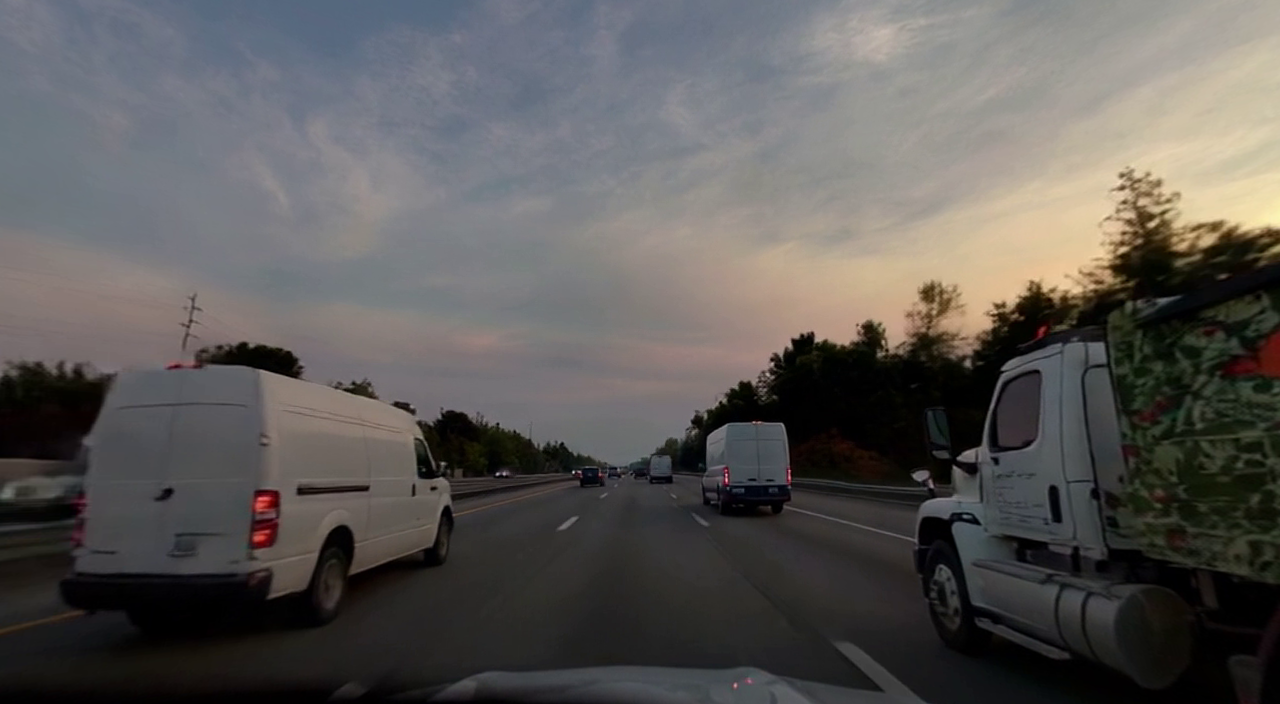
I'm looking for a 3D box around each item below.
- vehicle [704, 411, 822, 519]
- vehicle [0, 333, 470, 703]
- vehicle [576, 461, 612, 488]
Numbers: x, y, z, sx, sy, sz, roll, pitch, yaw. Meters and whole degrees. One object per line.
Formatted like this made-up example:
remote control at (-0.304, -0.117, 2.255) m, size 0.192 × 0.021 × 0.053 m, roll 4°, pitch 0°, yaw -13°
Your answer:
vehicle at (3.747, 3.657, 20.469) m, size 2.703 × 2.988 × 5.097 m, roll 1°, pitch -10°, yaw -1°
vehicle at (-3.400, 1.314, 5.553) m, size 2.378 × 1.930 × 5.086 m, roll 1°, pitch -10°, yaw 0°
vehicle at (-3.273, 8.921, 45.941) m, size 2.204 × 1.852 × 4.661 m, roll 1°, pitch -10°, yaw 1°
